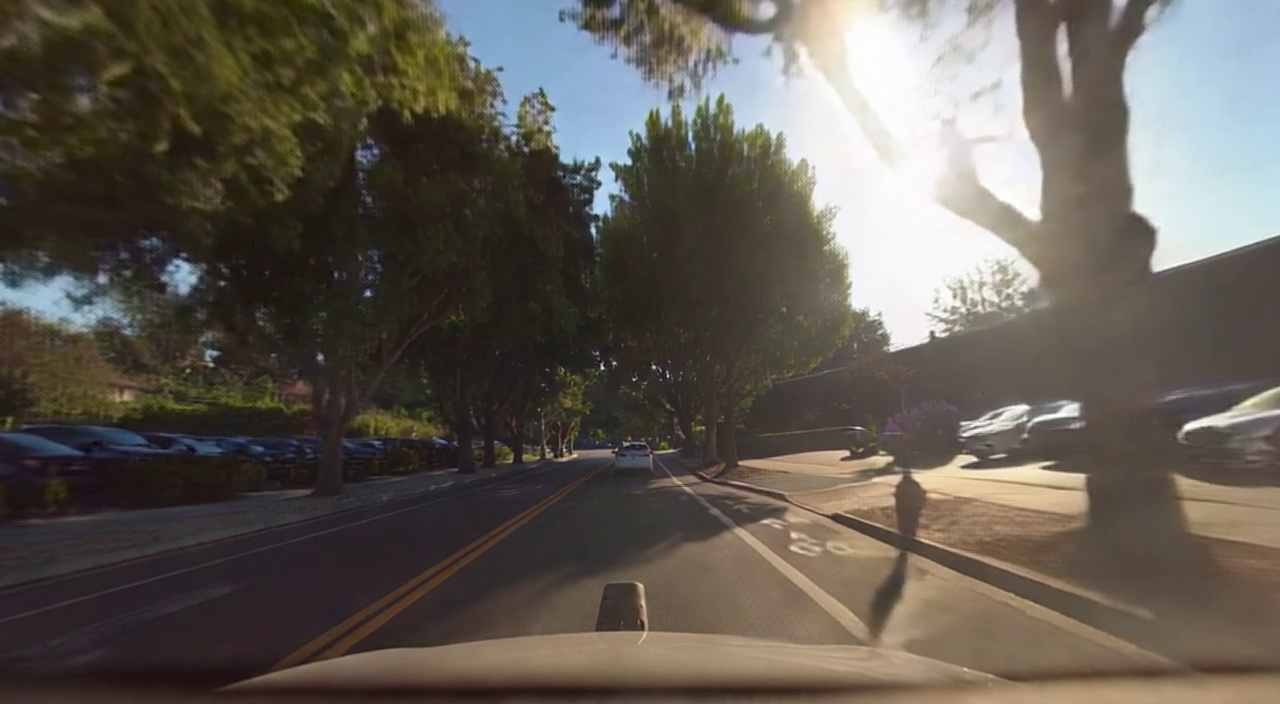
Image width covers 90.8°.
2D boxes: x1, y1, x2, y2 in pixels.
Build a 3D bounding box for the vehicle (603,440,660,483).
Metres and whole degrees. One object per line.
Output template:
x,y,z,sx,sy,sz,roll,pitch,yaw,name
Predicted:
-0.349,4.406,25.848,2.152,1.574,4.223,0,-8,-1,vehicle
